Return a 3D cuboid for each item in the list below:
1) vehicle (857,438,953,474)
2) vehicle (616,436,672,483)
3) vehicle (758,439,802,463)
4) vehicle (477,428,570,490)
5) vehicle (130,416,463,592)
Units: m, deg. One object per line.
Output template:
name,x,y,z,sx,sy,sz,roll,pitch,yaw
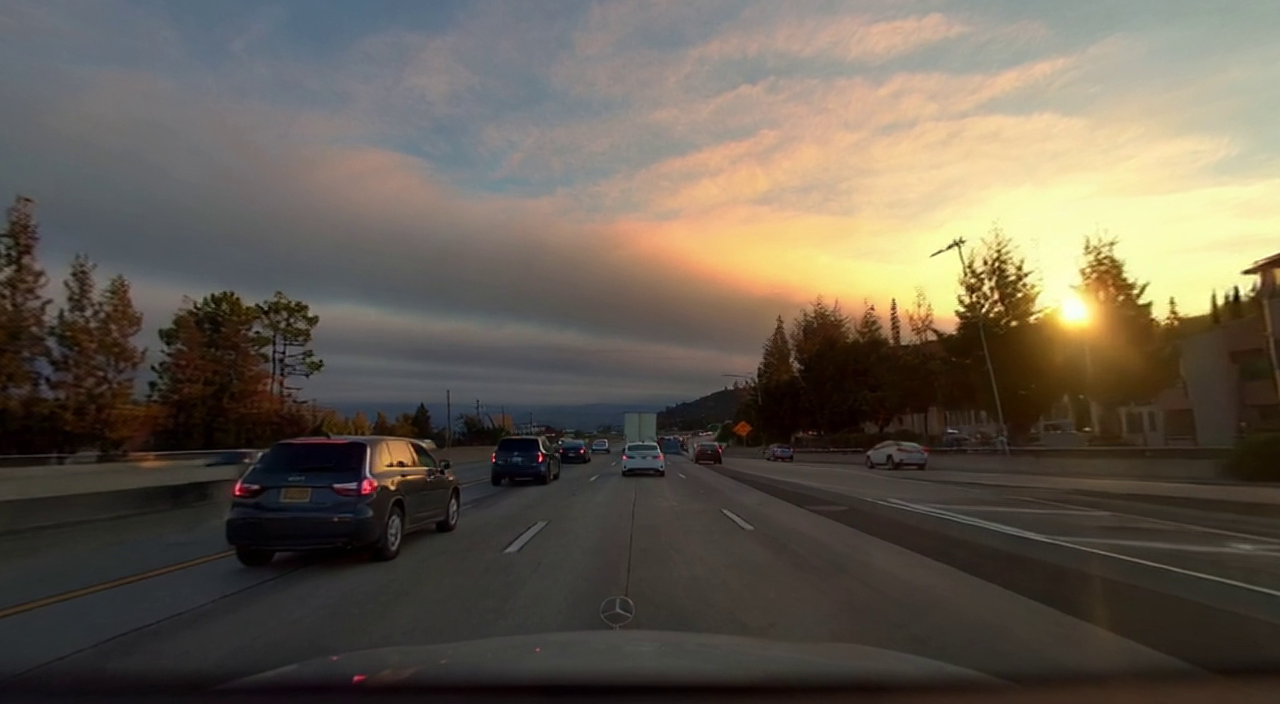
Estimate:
vehicle,11.773,4.668,28.477,1.905,1.490,4.826,1,-9,-5
vehicle,0.130,4.304,25.473,2.063,1.703,4.203,0,-9,-1
vehicle,10.545,7.499,47.836,2.048,1.674,4.106,1,-9,-5
vehicle,-4.033,3.847,22.998,2.301,1.944,5.482,0,-9,1
vehicle,-3.872,1.772,8.145,1.988,1.668,4.021,0,-9,0
